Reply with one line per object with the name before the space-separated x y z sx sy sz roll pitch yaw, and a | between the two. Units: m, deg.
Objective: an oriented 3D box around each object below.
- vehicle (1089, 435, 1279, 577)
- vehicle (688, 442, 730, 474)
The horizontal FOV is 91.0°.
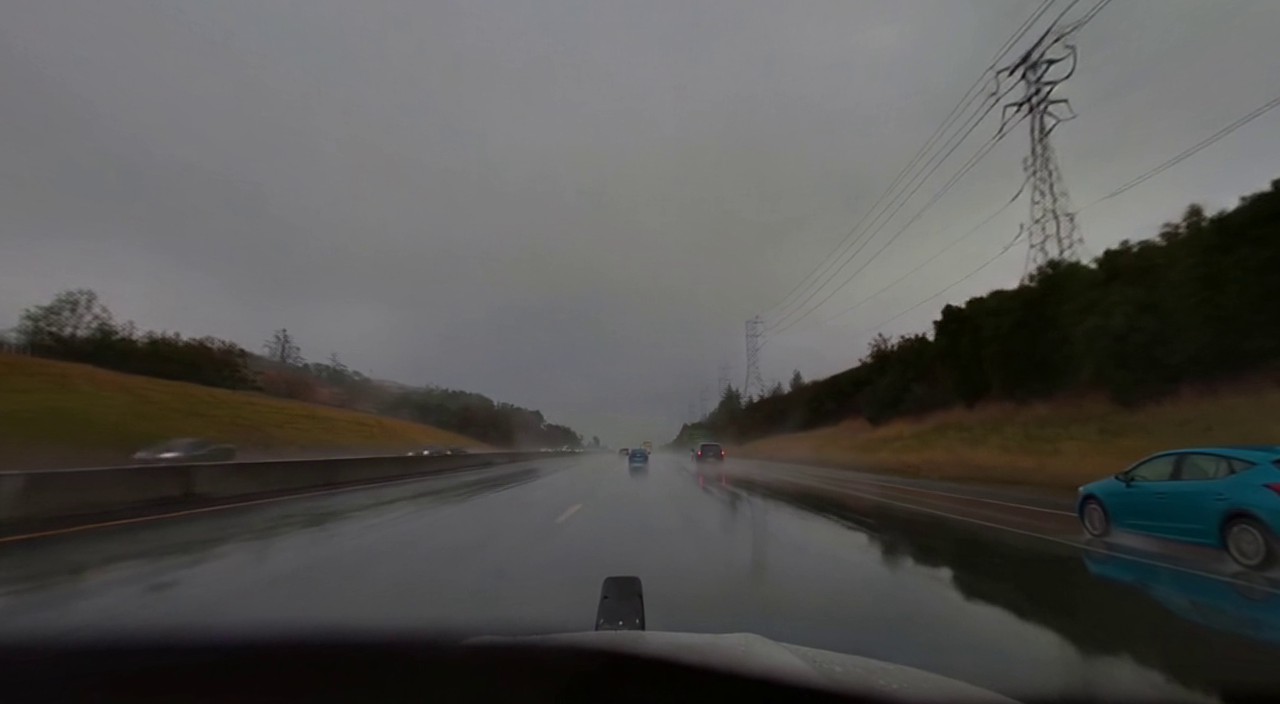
vehicle | 8.011 1.770 7.378 1.970 1.545 4.818 0 -9 1
vehicle | 4.108 6.351 38.060 2.159 1.782 4.673 0 -9 2
